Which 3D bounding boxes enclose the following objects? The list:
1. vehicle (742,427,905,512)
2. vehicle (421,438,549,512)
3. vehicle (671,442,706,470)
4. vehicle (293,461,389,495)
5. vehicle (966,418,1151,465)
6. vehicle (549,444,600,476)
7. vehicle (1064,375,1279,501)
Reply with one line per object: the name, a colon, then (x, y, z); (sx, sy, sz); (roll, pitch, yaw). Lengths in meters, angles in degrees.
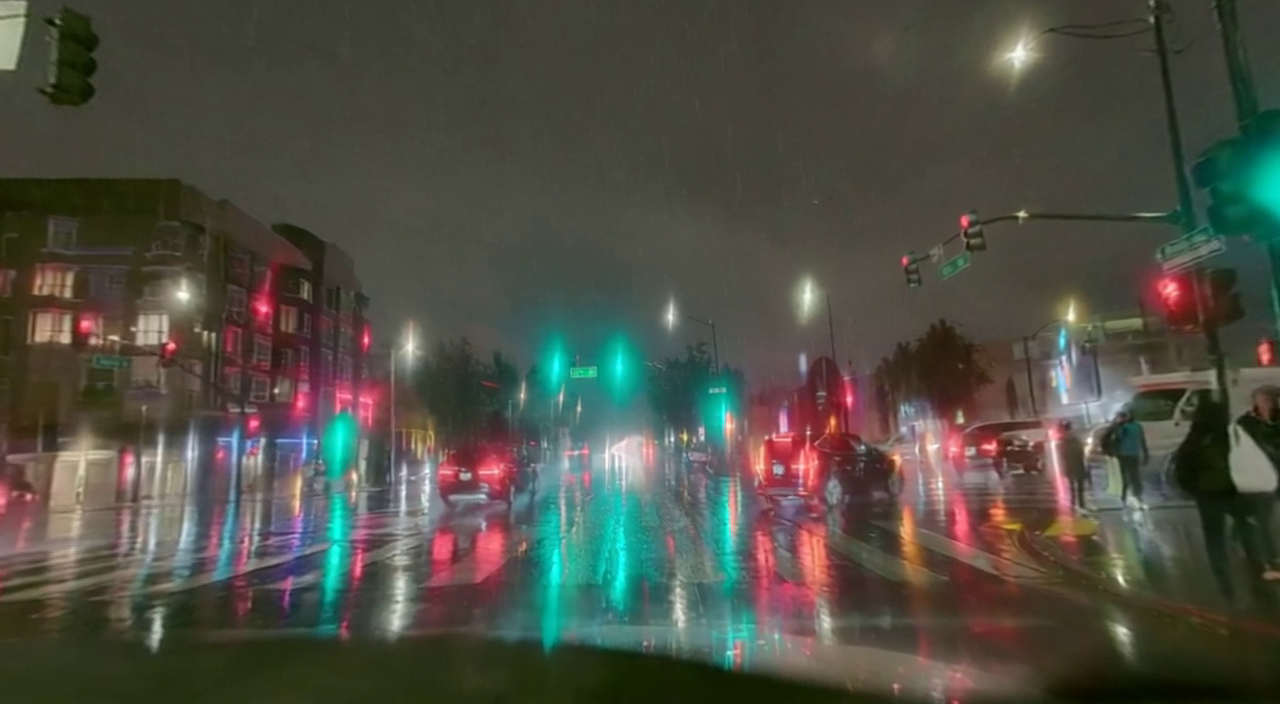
vehicle: (4.120, 2.427, 13.596); (2.153, 1.480, 4.540); (-5, -10, 32)
vehicle: (-3.442, 2.786, 14.763); (1.973, 1.496, 3.713); (0, -8, 1)
vehicle: (3.284, 7.062, 43.003); (1.924, 1.765, 3.954); (0, -8, -2)
vehicle: (-15.290, 6.463, 32.562); (1.999, 1.466, 4.535); (-2, -9, 14)
vehicle: (13.930, 3.015, 21.217); (4.801, 1.497, 1.895); (0, -8, 1)
vehicle: (-3.191, 5.358, 31.523); (1.916, 1.487, 4.535); (0, -8, 2)
vehicle: (11.945, 1.683, 12.347); (5.523, 2.219, 2.251); (0, -8, 1)
